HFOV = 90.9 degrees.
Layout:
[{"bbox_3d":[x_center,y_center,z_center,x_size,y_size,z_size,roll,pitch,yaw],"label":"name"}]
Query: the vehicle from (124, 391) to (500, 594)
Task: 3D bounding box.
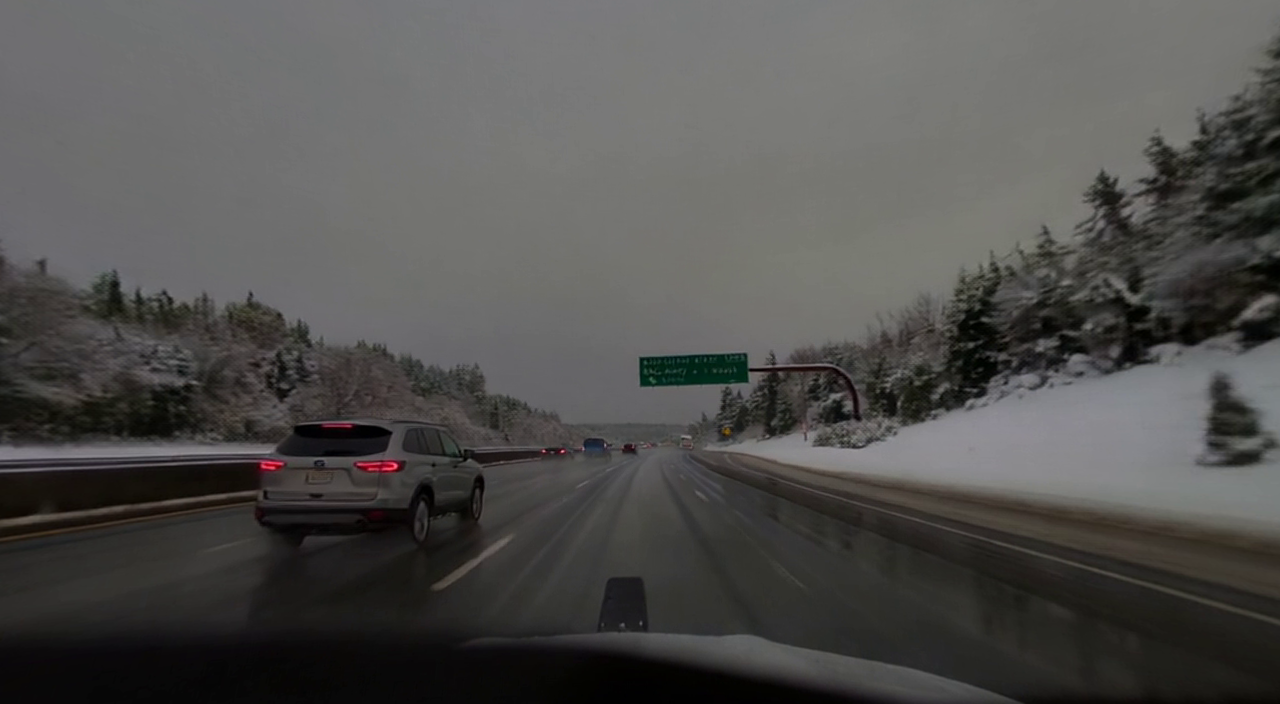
[{"bbox_3d":[-3.564,1.649,8.271,2.218,1.848,4.789,0,-9,2],"label":"vehicle"}]
